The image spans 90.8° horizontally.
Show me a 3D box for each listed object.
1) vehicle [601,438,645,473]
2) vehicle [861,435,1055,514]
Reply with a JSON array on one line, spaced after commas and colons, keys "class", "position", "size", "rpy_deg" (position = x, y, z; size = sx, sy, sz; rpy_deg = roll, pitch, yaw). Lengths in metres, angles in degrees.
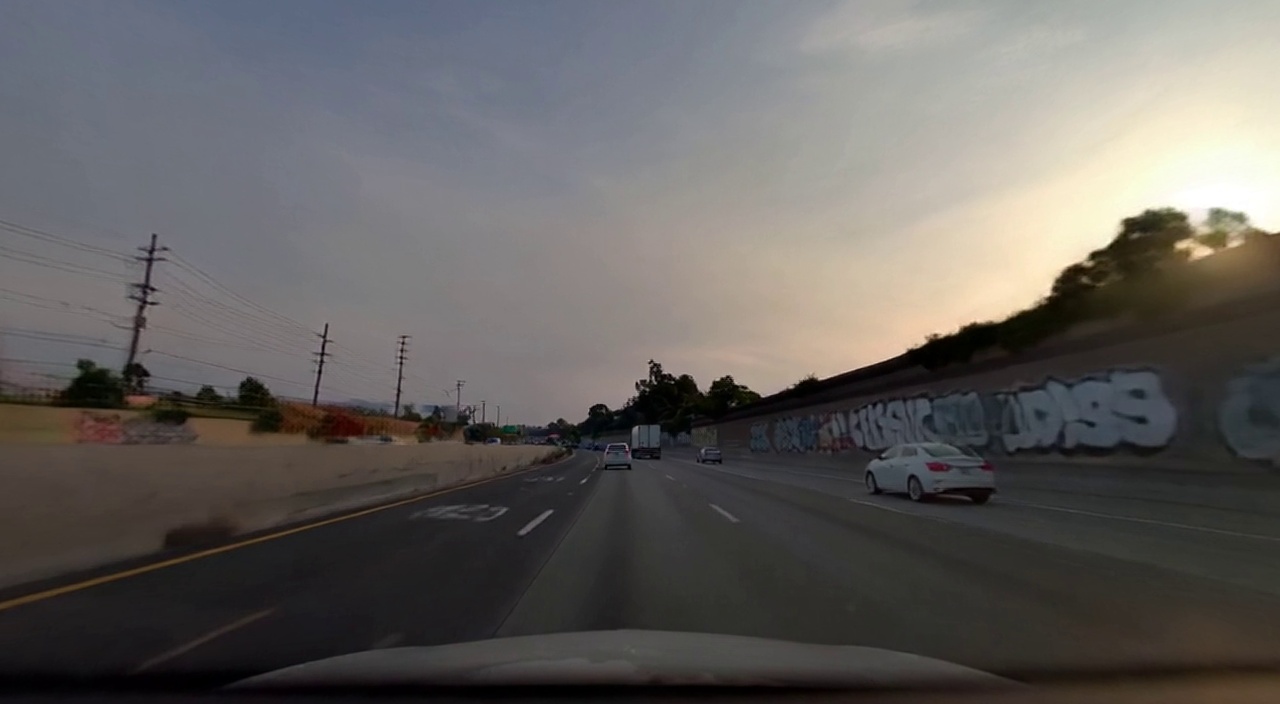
[{"class": "vehicle", "position": [-0.898, 5.416, 33.195], "size": [2.191, 1.685, 3.353], "rpy_deg": [0, -9, -2]}, {"class": "vehicle", "position": [7.088, 2.769, 14.805], "size": [2.032, 1.525, 4.631], "rpy_deg": [0, -9, -2]}]
